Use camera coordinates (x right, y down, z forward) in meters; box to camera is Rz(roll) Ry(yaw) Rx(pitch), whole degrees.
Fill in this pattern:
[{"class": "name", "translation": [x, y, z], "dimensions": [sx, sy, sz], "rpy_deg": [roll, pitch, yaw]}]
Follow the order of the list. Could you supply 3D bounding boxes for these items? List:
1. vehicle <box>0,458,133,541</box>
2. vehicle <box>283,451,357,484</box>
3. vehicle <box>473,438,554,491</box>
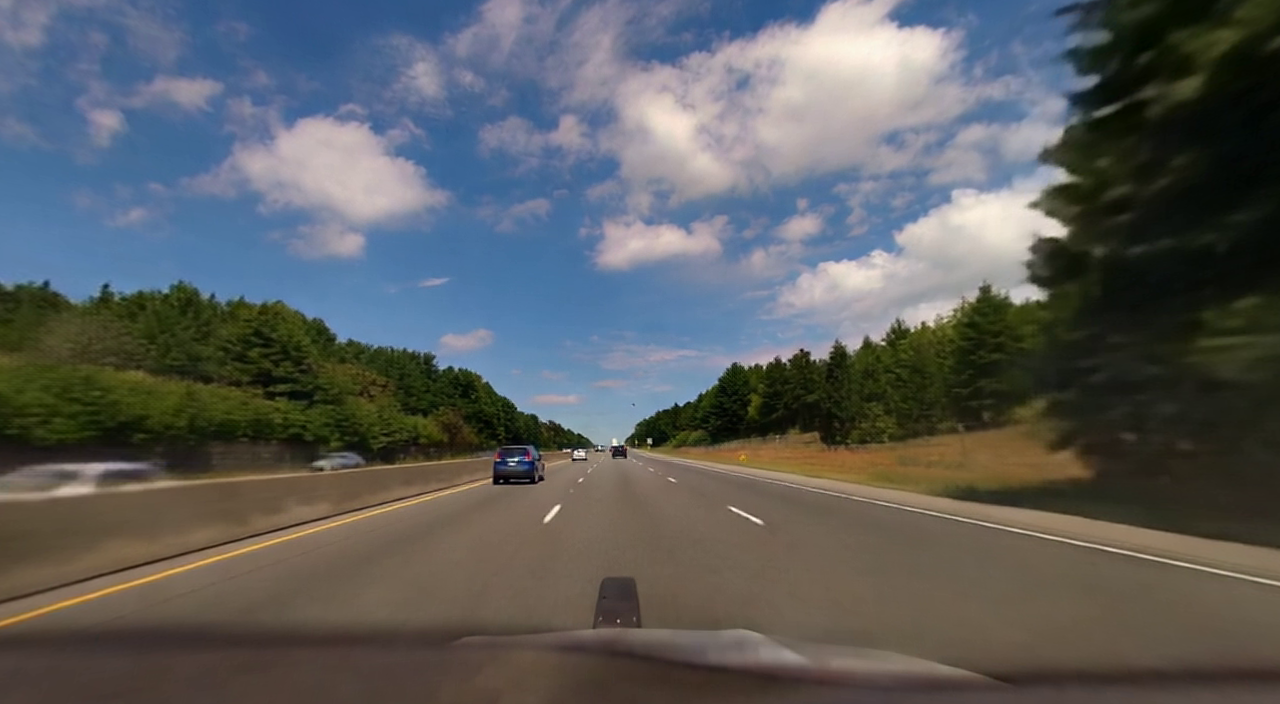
[{"class": "vehicle", "translation": [-13.078, 3.000, 12.974], "dimensions": [1.860, 1.507, 3.987], "rpy_deg": [0, -9, -2]}, {"class": "vehicle", "translation": [-17.698, 6.387, 34.904], "dimensions": [1.929, 1.643, 4.311], "rpy_deg": [0, -9, -2]}, {"class": "vehicle", "translation": [-4.402, 3.975, 22.529], "dimensions": [2.151, 1.693, 4.201], "rpy_deg": [0, -9, -2]}]
